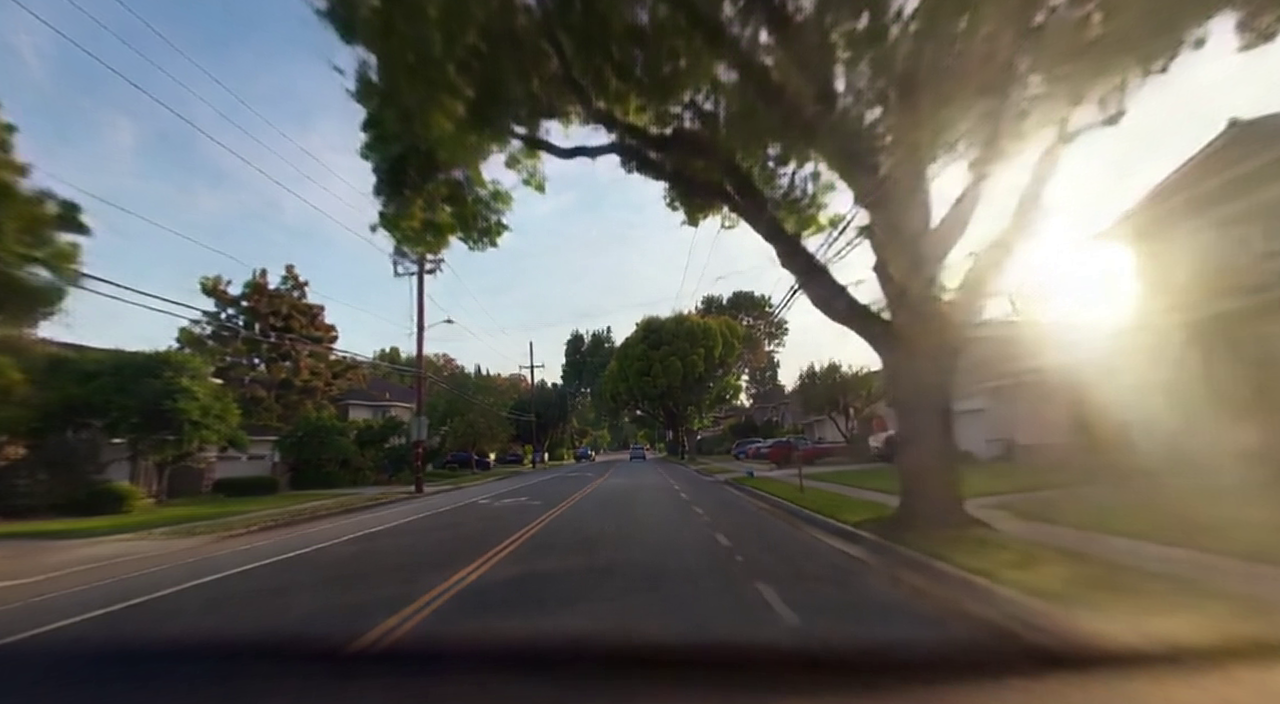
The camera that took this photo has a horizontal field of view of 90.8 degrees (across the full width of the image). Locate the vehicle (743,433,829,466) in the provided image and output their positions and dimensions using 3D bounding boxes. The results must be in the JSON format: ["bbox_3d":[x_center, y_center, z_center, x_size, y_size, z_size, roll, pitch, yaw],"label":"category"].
[{"bbox_3d":[8.948,6.012,38.987,4.747,1.942,2.158,0,-9,0],"label":"vehicle"}]
